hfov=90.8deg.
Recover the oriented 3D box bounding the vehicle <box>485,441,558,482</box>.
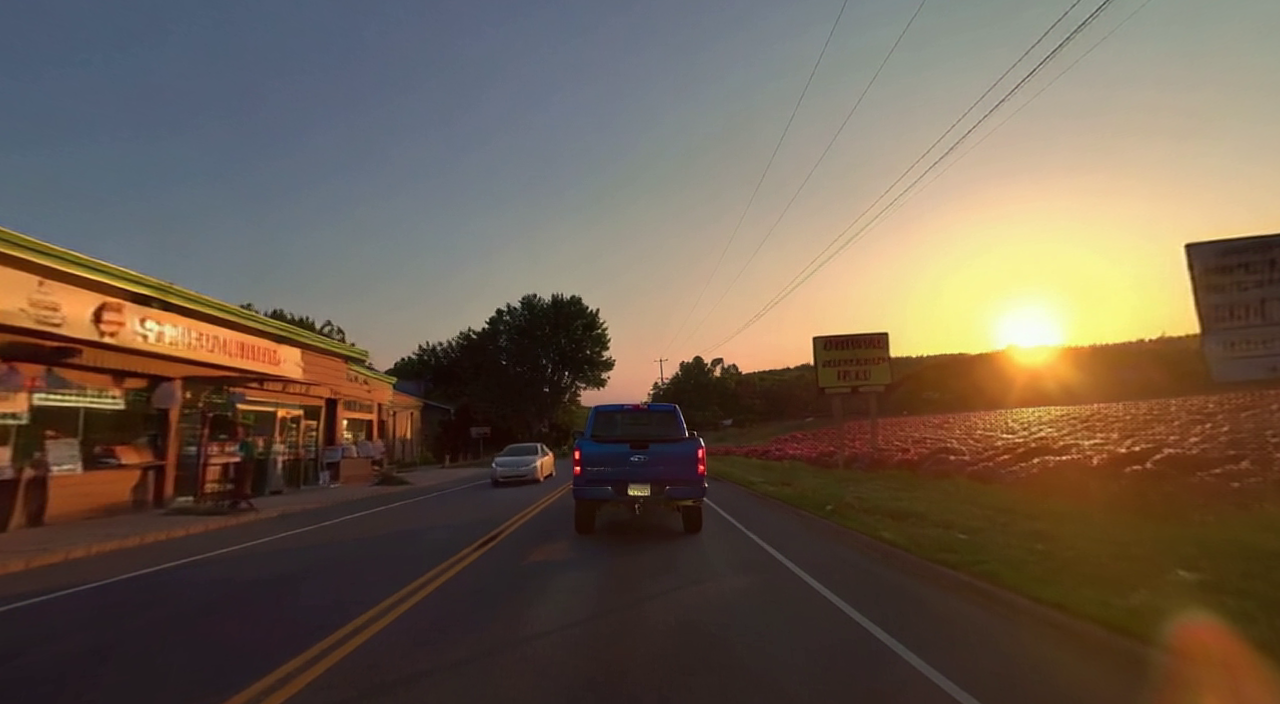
[{"bbox_3d":[-4.619,4.348,25.303,2.121,1.473,4.390,0,-8,-1],"label":"vehicle"}]

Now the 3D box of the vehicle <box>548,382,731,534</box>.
[{"bbox_3d":[-0.095,1.996,12.352,2.693,2.223,5.885,0,-8,-2],"label":"vehicle"}]
